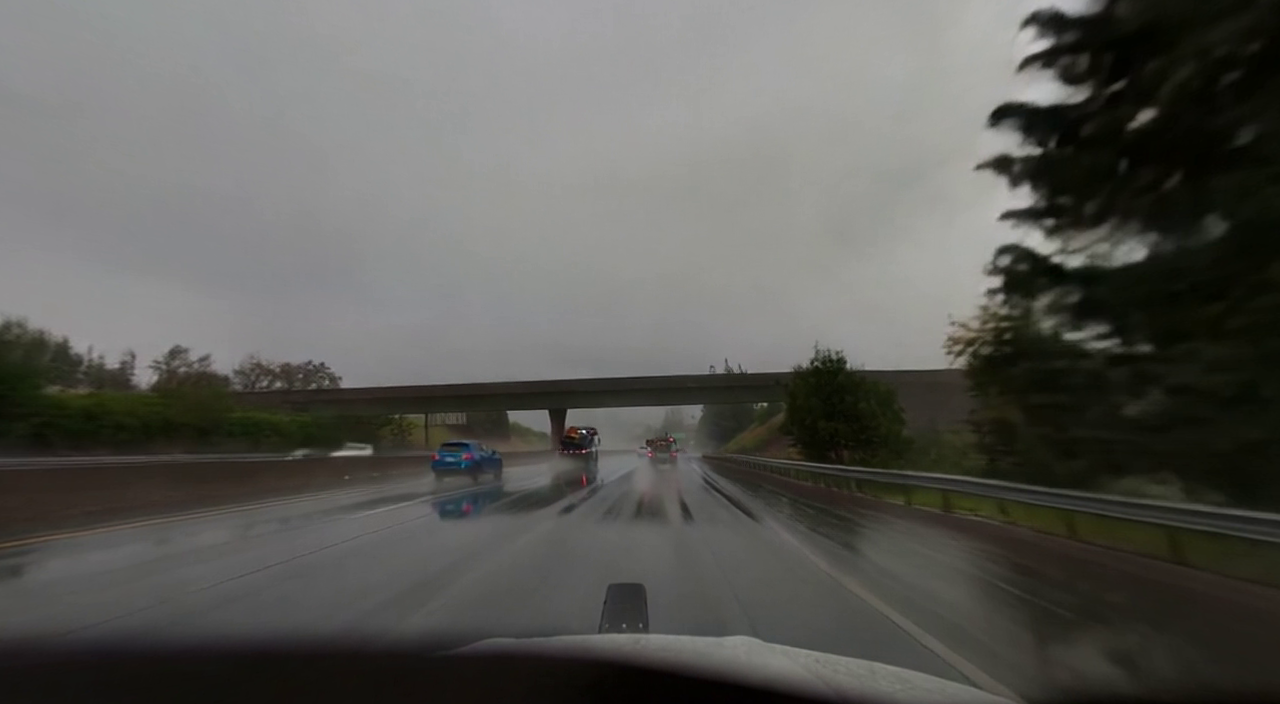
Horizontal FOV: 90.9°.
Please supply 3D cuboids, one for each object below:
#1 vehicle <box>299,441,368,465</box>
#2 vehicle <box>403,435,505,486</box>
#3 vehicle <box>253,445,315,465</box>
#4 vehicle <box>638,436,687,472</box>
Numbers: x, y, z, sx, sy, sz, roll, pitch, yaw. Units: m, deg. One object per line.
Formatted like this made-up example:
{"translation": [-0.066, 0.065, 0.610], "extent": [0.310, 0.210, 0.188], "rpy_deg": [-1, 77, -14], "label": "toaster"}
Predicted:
{"translation": [-20.170, 6.682, 41.743], "extent": [1.889, 1.480, 4.980], "rpy_deg": [0, -8, 2], "label": "vehicle"}
{"translation": [-6.564, 3.855, 22.903], "extent": [2.115, 1.644, 4.513], "rpy_deg": [0, -8, 3], "label": "vehicle"}
{"translation": [-26.936, 7.786, 47.880], "extent": [1.775, 1.461, 4.694], "rpy_deg": [0, -8, 3], "label": "vehicle"}
{"translation": [1.168, 5.243, 32.565], "extent": [2.336, 1.722, 4.212], "rpy_deg": [0, -8, 2], "label": "vehicle"}
